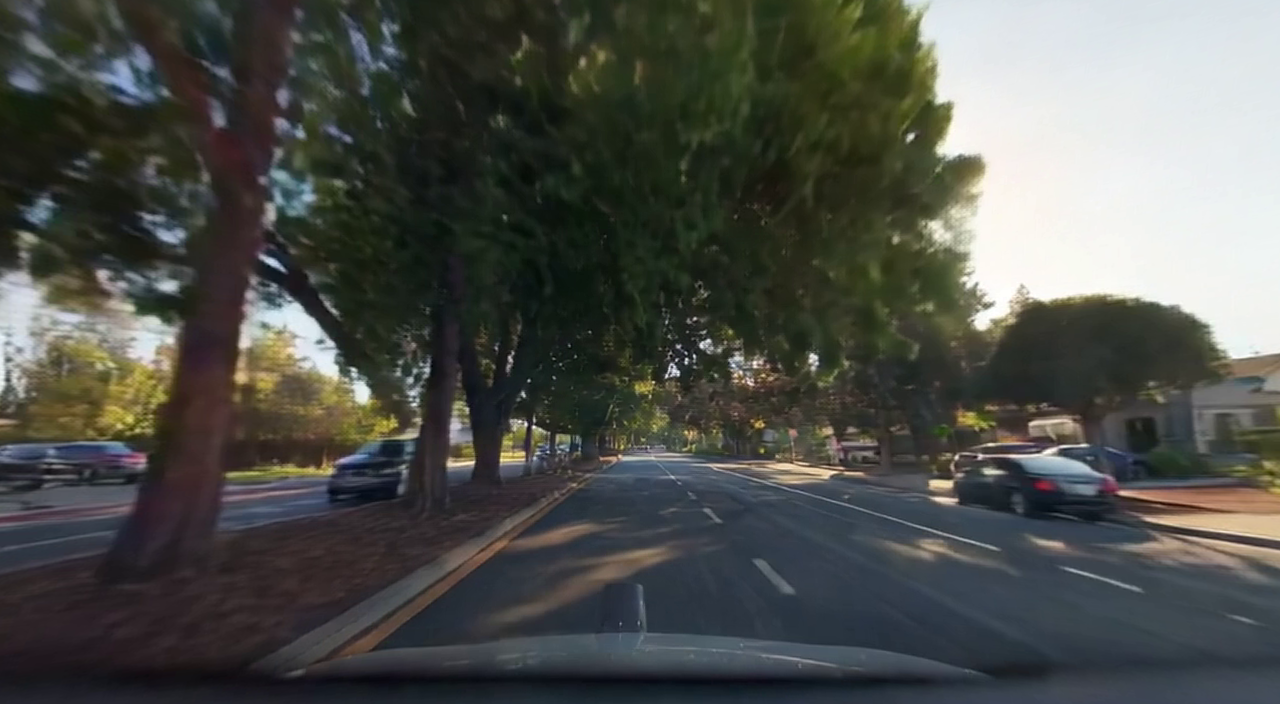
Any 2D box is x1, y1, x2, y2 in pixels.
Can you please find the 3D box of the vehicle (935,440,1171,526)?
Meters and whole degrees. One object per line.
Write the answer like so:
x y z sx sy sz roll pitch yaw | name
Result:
8.406 2.658 13.429 1.940 1.516 4.319 0 -9 -3 | vehicle

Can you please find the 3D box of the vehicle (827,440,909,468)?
14.259 6.413 39.570 4.386 1.711 1.929 0 -8 0 | vehicle

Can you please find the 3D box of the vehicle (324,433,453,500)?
-7.571 3.483 19.606 2.019 1.819 4.897 0 -9 -1 | vehicle
